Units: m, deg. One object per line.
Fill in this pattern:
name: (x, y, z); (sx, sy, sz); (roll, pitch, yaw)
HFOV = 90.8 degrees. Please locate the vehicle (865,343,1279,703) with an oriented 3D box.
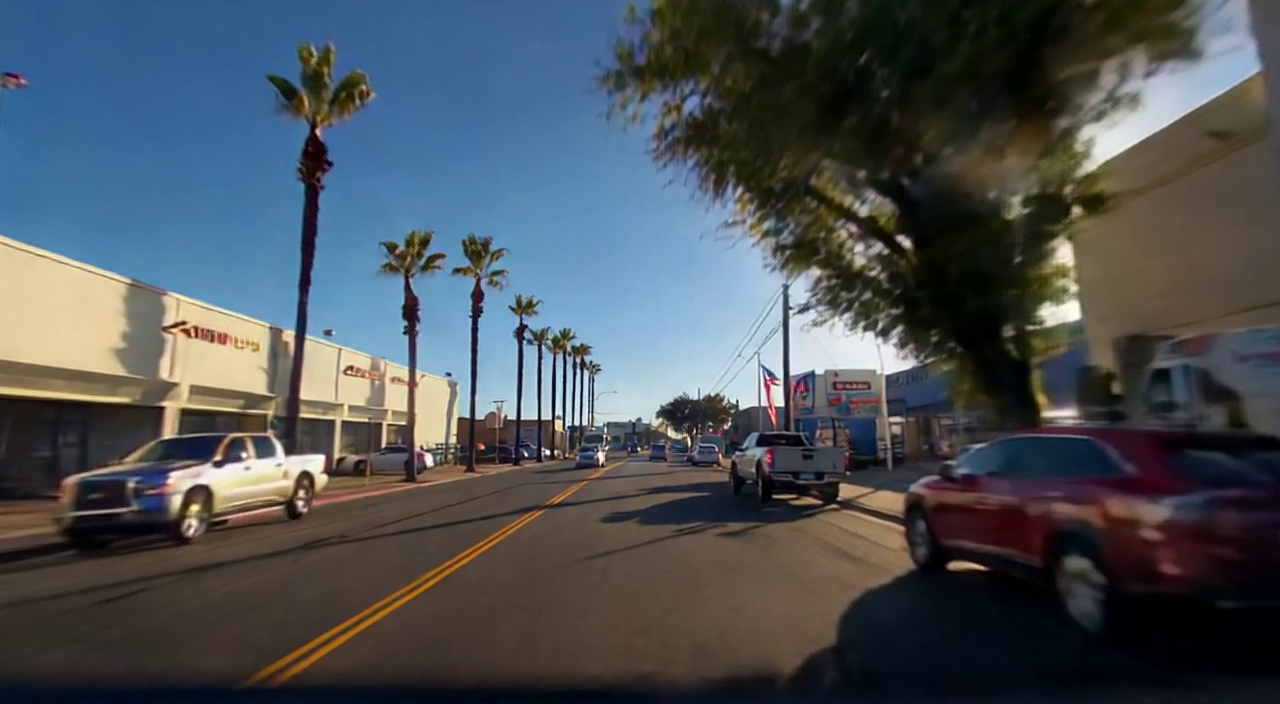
vehicle: (3.826, 1.204, 5.321); (2.098, 1.816, 4.709); (0, -9, 0)

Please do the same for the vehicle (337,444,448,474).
vehicle: (-13.517, 5.866, 34.705); (5.187, 1.563, 2.095); (0, -9, 1)

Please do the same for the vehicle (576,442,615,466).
vehicle: (-2.871, 6.741, 41.895); (2.033, 1.492, 4.477); (-1, -9, 3)

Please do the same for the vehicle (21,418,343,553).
vehicle: (-7.907, 2.348, 11.875); (2.105, 1.836, 5.338); (-2, -9, 0)

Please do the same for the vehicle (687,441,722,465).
vehicle: (4.698, 7.442, 46.624); (2.111, 1.611, 4.576); (0, -9, 0)

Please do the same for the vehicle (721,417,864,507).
vehicle: (3.770, 2.896, 17.088); (2.345, 1.969, 6.070); (0, -9, 0)
